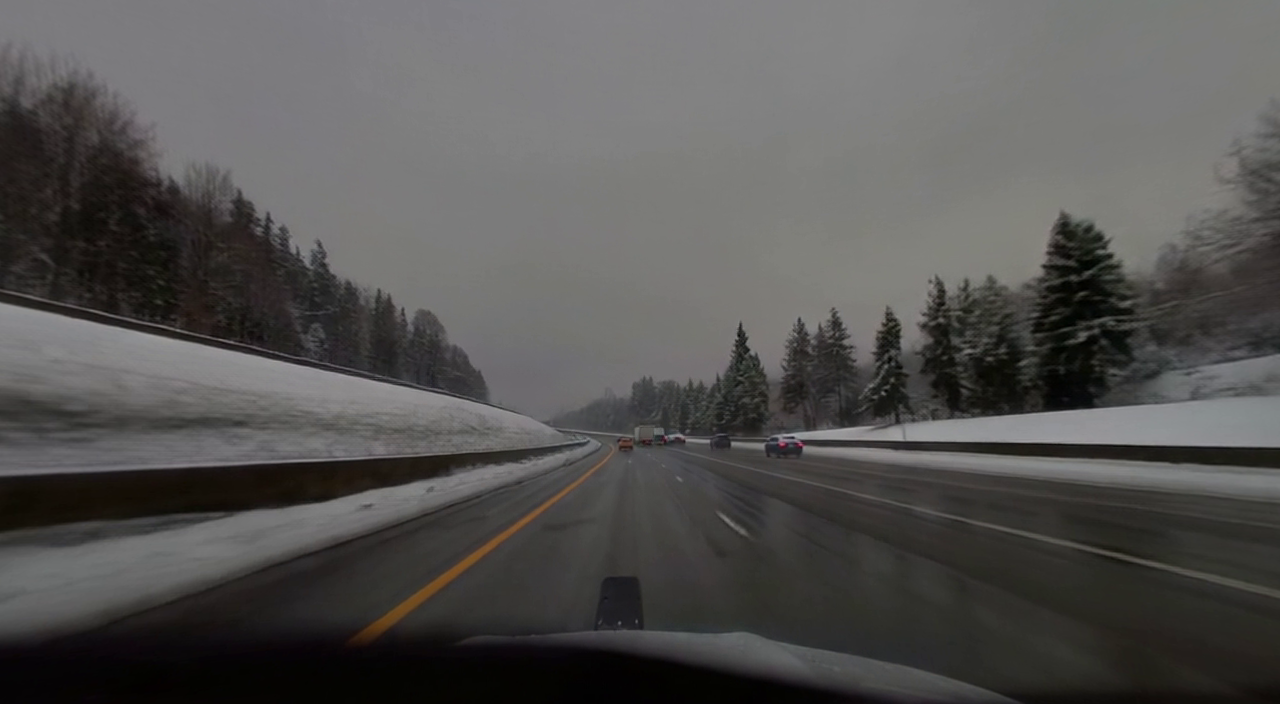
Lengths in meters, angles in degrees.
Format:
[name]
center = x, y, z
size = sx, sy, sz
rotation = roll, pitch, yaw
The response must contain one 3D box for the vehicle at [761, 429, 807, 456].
[vehicle]
center = 10.009, 6.365, 44.101
size = 2.077, 1.763, 4.472
rotation = 0, -8, -2
